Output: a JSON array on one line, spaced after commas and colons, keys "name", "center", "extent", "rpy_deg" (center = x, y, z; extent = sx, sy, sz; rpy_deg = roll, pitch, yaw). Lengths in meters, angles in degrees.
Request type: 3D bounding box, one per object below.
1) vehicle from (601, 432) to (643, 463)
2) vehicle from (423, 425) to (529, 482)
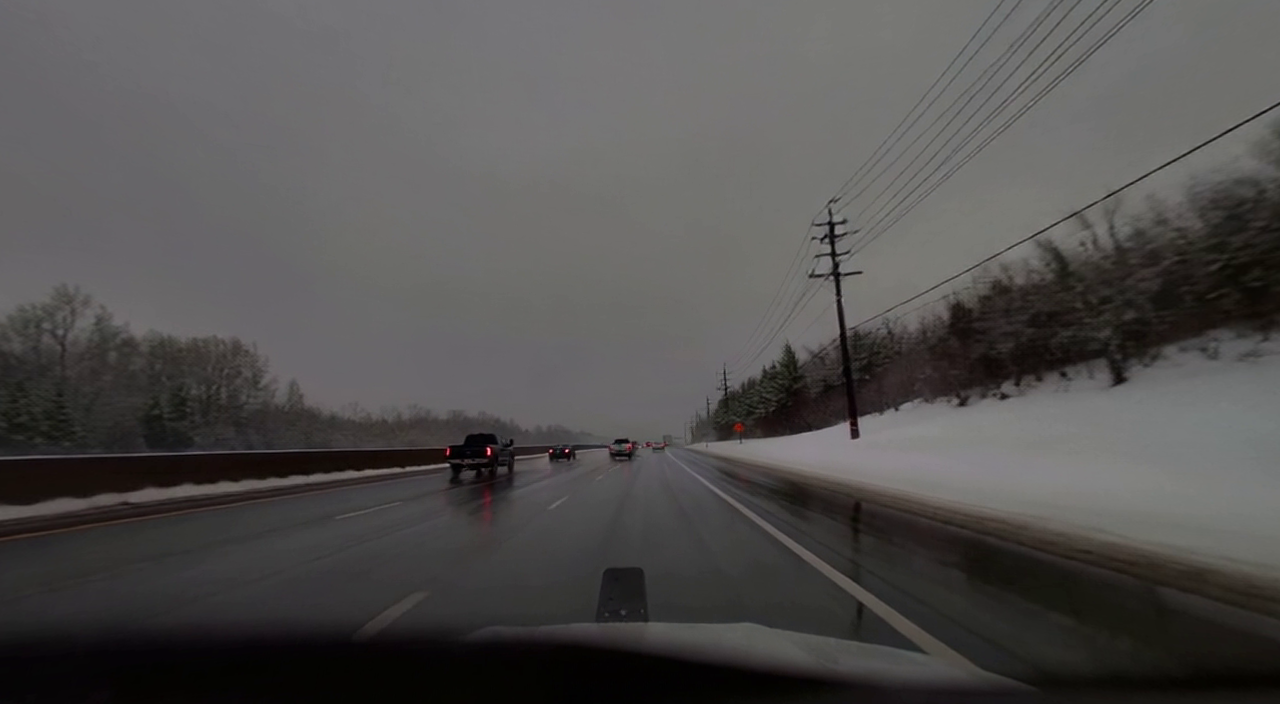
[{"name": "vehicle", "center": [-1.176, 6.575, 43.504], "extent": [2.448, 2.025, 5.193], "rpy_deg": [-1, -8, 3]}, {"name": "vehicle", "center": [-6.432, 4.079, 25.752], "extent": [2.460, 1.992, 6.474], "rpy_deg": [-1, -8, 1]}]
